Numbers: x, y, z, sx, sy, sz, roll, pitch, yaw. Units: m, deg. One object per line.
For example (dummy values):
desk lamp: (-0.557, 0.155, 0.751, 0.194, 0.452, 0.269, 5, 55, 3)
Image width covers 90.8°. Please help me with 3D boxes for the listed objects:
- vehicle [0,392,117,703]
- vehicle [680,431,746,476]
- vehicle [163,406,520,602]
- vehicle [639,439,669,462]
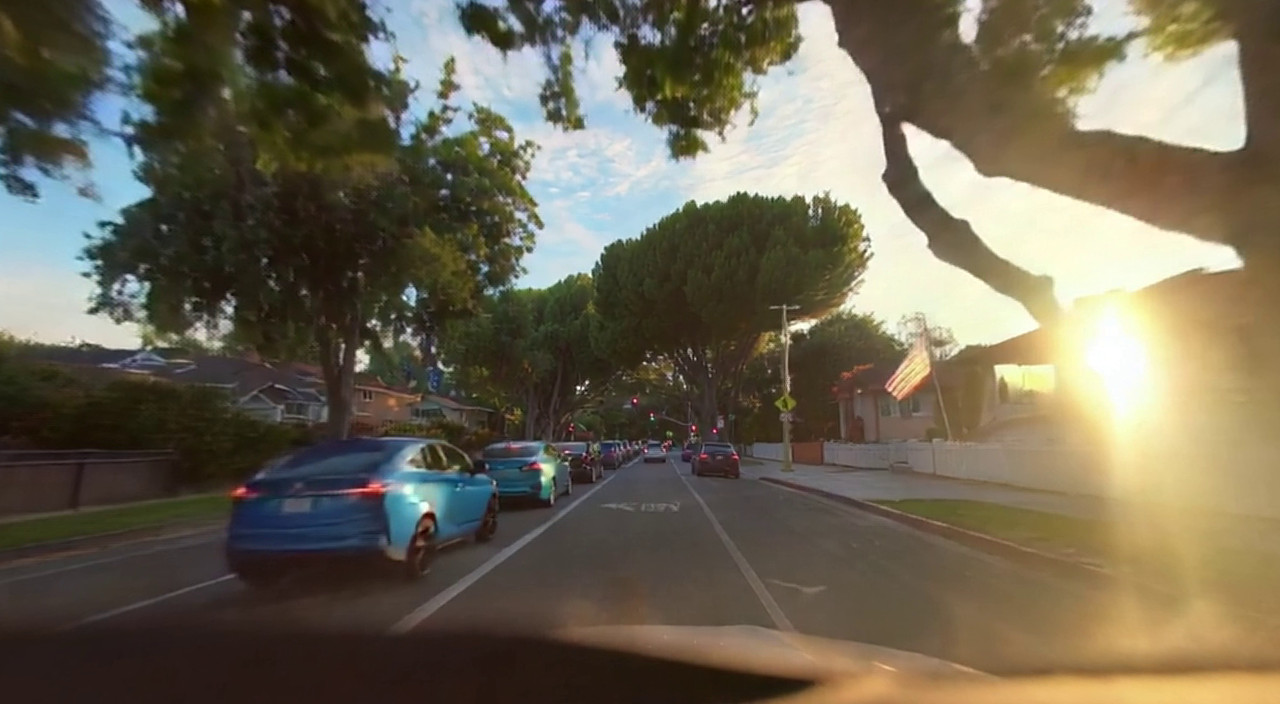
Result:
vehicle: (-2.801, 0.621, 0.159, 1.807, 1.475, 3.952, -1, -8, 3)
vehicle: (2.954, 4.248, 26.591, 2.258, 1.682, 4.635, 0, -8, 0)
vehicle: (-2.971, 1.621, 7.661, 1.971, 1.639, 4.487, -1, -8, 3)
vehicle: (0.964, 6.620, 42.415, 1.927, 1.453, 3.848, 0, -8, 2)
